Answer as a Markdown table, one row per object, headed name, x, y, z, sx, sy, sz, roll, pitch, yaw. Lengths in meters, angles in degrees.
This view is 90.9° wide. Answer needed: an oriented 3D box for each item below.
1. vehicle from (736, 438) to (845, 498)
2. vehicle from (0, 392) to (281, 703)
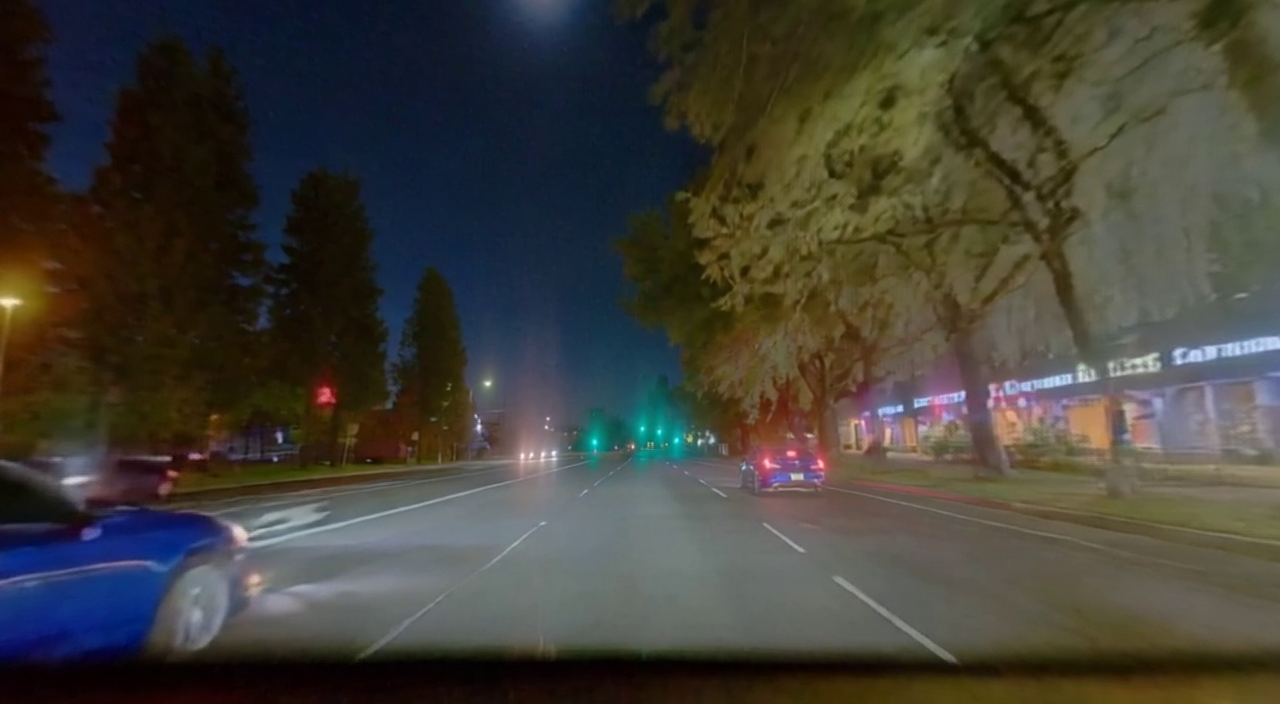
| name | x | y | z | sx | sy | sz | roll | pitch | yaw |
| --- | --- | --- | --- | --- | --- | --- | --- | --- | --- |
| vehicle | 4.106 | 3.215 | 17.962 | 1.977 | 1.474 | 4.399 | 0 | -9 | -1 |
| vehicle | -3.624 | 0.896 | 2.365 | 2.001 | 1.504 | 4.212 | 0 | -9 | 1 |
